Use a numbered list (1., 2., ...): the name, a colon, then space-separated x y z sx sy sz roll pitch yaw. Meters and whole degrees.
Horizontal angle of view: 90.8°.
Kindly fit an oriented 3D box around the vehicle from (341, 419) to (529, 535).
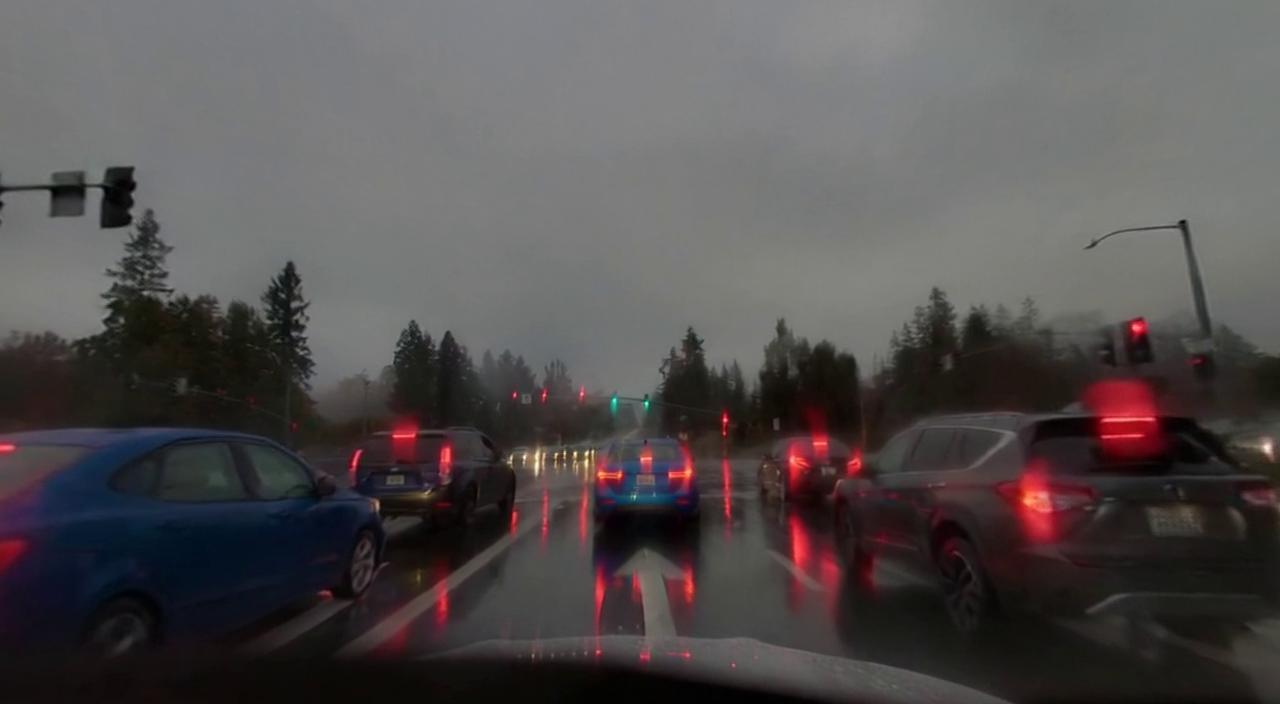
1. vehicle: -3.415 2.177 11.518 1.958 1.693 4.242 0 -9 0

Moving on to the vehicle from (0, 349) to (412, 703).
1. vehicle: -3.374 1.109 4.193 2.034 1.655 4.465 0 -9 0

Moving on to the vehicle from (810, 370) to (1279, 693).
1. vehicle: 3.238 1.262 5.560 2.178 1.691 4.314 0 -9 -1

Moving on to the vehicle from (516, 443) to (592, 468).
1. vehicle: -5.437 6.424 39.464 4.791 1.453 2.046 -8 -12 41

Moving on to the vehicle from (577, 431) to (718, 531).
1. vehicle: 0.053 2.247 11.589 2.114 1.482 4.056 0 -9 -2
